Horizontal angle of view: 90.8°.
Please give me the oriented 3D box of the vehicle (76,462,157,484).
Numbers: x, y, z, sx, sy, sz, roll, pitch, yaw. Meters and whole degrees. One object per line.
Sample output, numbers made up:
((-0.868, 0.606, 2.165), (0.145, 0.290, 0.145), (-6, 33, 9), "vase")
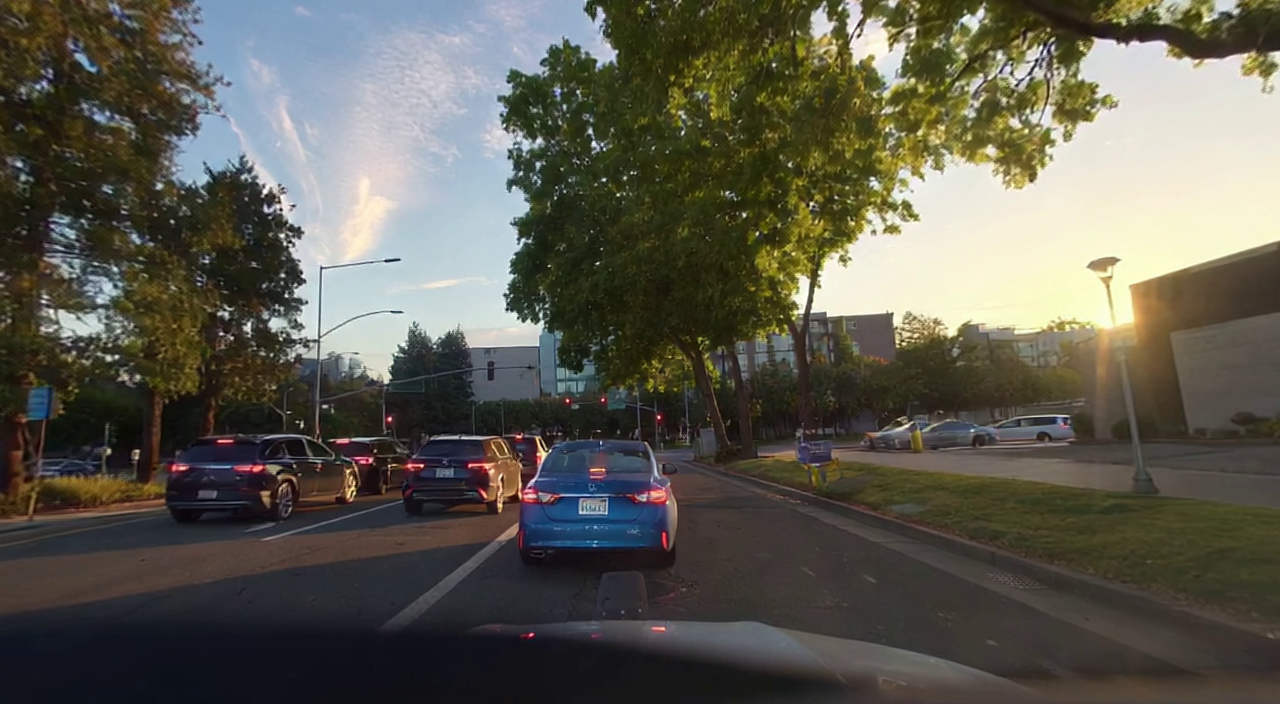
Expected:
((-36.349, 8.369, 43.907), (3.918, 1.423, 1.861), (0, -9, -1), "vehicle")

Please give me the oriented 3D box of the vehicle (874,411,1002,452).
((13.947, 3.773, 29.830), (4.975, 1.809, 1.956), (0, -9, 1), "vehicle")

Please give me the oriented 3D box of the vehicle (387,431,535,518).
((-3.623, 2.561, 13.641), (1.969, 1.570, 4.019), (0, -9, 1), "vehicle")

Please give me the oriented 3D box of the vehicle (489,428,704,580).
((-0.415, 1.798, 8.237), (2.104, 1.472, 3.946), (0, -9, 0), "vehicle")

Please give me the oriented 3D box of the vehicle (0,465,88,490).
((-36.598, 7.632, 38.550), (4.093, 1.440, 1.804), (0, -9, 0), "vehicle")

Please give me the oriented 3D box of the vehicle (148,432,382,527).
((-7.277, 2.504, 12.947), (2.096, 1.593, 4.288), (0, -9, 1), "vehicle")

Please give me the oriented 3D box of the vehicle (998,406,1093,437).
((28.630, 4.948, 44.848), (5.333, 1.880, 2.130), (-6, -9, 25), "vehicle")
